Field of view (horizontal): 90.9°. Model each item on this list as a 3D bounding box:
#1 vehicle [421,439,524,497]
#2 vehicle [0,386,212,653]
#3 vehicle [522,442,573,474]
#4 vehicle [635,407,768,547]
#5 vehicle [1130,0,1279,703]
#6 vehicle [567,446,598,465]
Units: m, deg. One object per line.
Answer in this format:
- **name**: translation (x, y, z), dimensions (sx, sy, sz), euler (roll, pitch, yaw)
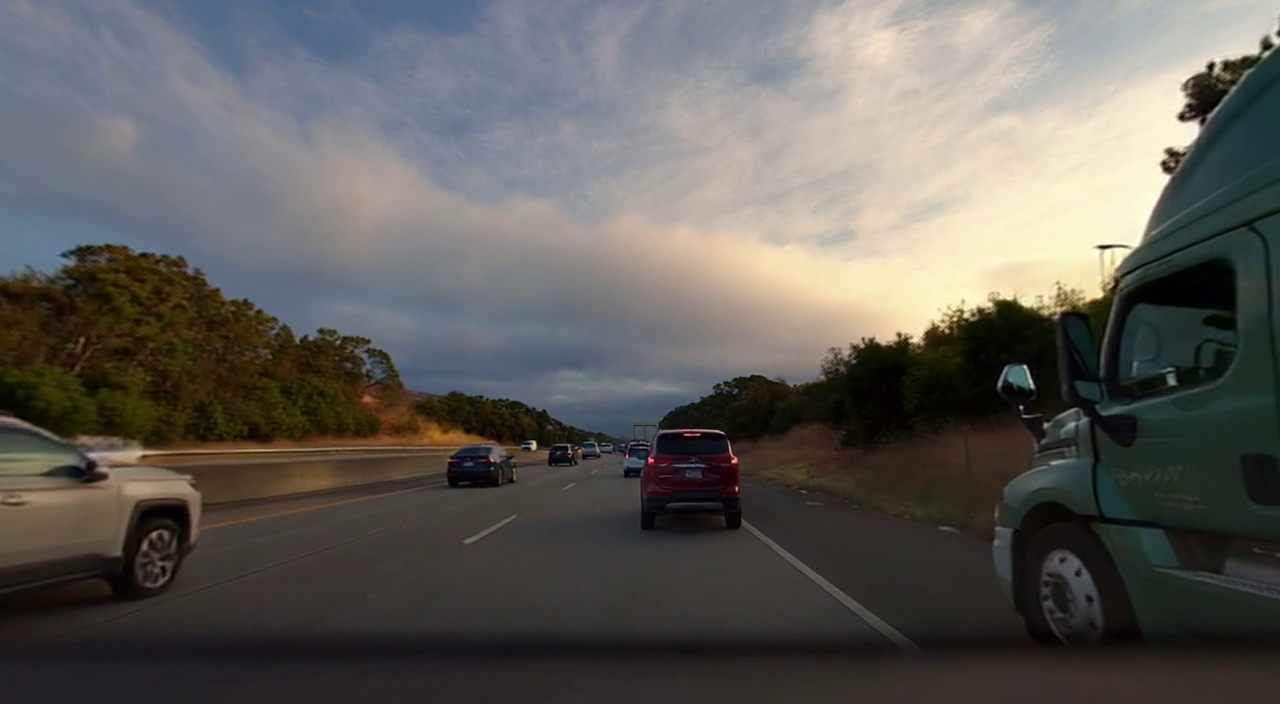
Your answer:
- **vehicle**: translation (-4.706, 3.310, 18.318), dimensions (1.867, 1.489, 3.829), euler (0, -9, 1)
- **vehicle**: translation (-4.946, 1.001, 3.629), dimensions (1.934, 1.642, 4.201), euler (0, -9, 1)
- **vehicle**: translation (-4.649, 5.407, 32.354), dimensions (1.855, 1.527, 4.209), euler (0, -9, 2)
- **vehicle**: translation (0.836, 2.023, 10.742), dimensions (1.825, 1.920, 3.960), euler (0, -9, 0)
- **vehicle**: translation (3.717, -0.190, 1.091), dimensions (2.141, 3.473, 4.217), euler (0, -9, 1)
- **vehicle**: translation (-4.331, 7.863, 47.981), dimensions (1.857, 1.423, 3.920), euler (0, -9, 1)
